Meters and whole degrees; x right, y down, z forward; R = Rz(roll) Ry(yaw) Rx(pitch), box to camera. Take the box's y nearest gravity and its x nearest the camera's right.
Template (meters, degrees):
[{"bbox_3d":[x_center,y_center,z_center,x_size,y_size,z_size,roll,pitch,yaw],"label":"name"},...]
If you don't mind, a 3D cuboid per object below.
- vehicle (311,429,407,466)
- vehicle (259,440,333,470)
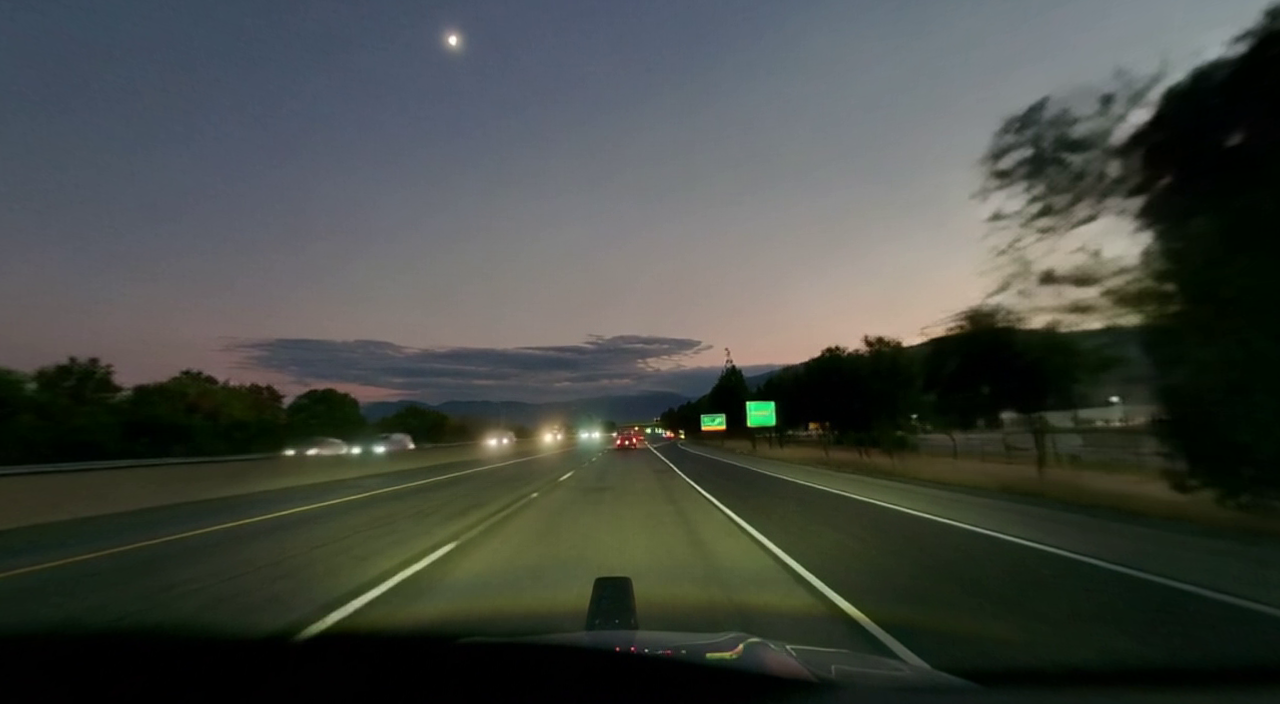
[{"bbox_3d":[-12.911,4.413,29.358,2.181,1.545,4.818,0,-8,0],"label":"vehicle"},{"bbox_3d":[-18.151,5.416,33.428,1.802,1.435,3.777,0,-8,-1],"label":"vehicle"}]
